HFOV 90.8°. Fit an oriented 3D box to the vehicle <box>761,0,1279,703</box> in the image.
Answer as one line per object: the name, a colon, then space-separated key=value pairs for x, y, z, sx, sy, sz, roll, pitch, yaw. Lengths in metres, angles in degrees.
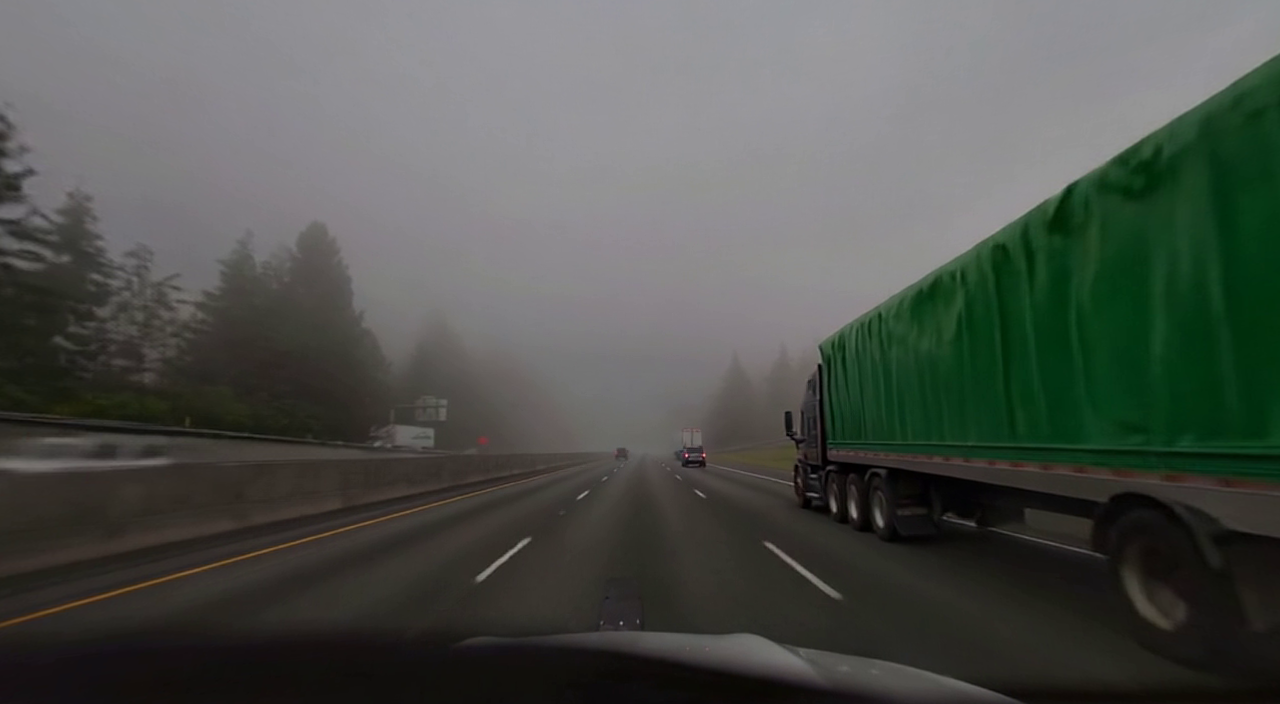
vehicle: x=4.622 y=0.079 z=6.719 sx=3.115 sy=4.407 sz=17.026 roll=0 pitch=-9 yaw=-1

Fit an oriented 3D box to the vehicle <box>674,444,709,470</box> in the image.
vehicle: x=3.393 y=6.989 z=42.119 sx=2.019 sy=1.601 sz=3.953 roll=0 pitch=-9 yaw=0
